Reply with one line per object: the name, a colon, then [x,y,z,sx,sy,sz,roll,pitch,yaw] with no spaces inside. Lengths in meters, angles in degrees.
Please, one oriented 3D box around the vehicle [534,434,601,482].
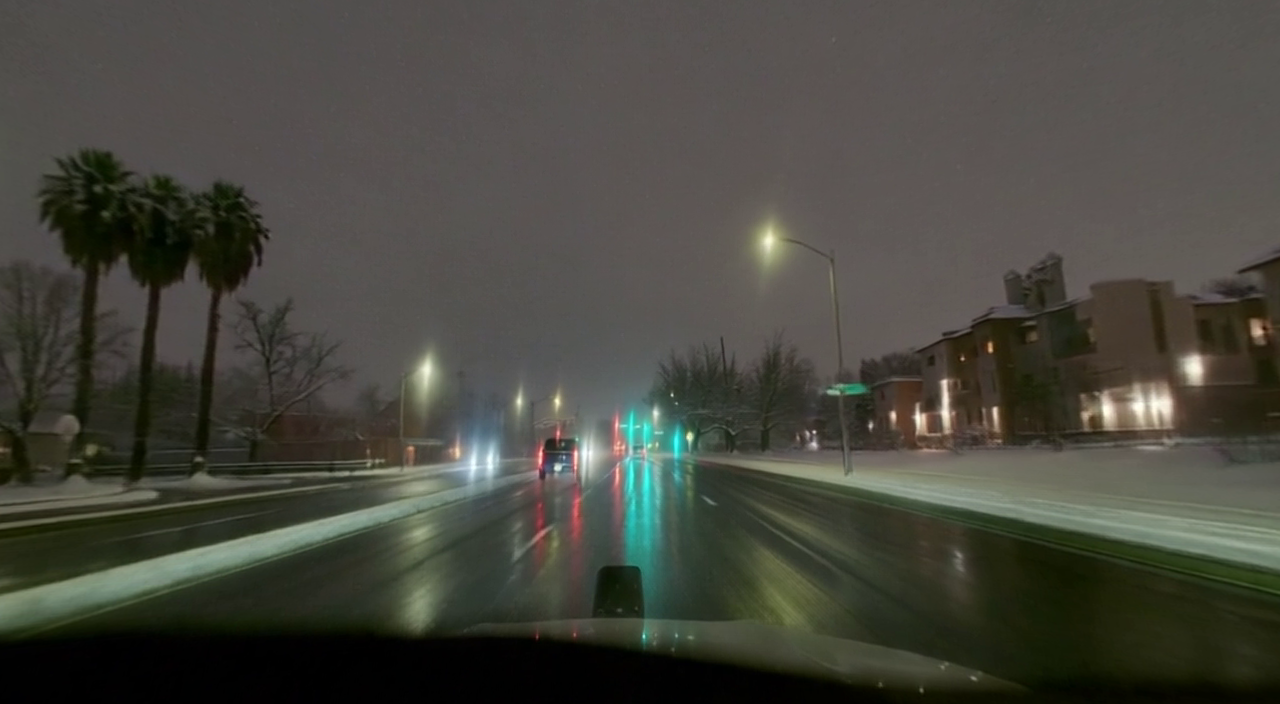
vehicle: [-3.193,4.871,29.140,2.370,1.968,5.698,0,-9,0]
